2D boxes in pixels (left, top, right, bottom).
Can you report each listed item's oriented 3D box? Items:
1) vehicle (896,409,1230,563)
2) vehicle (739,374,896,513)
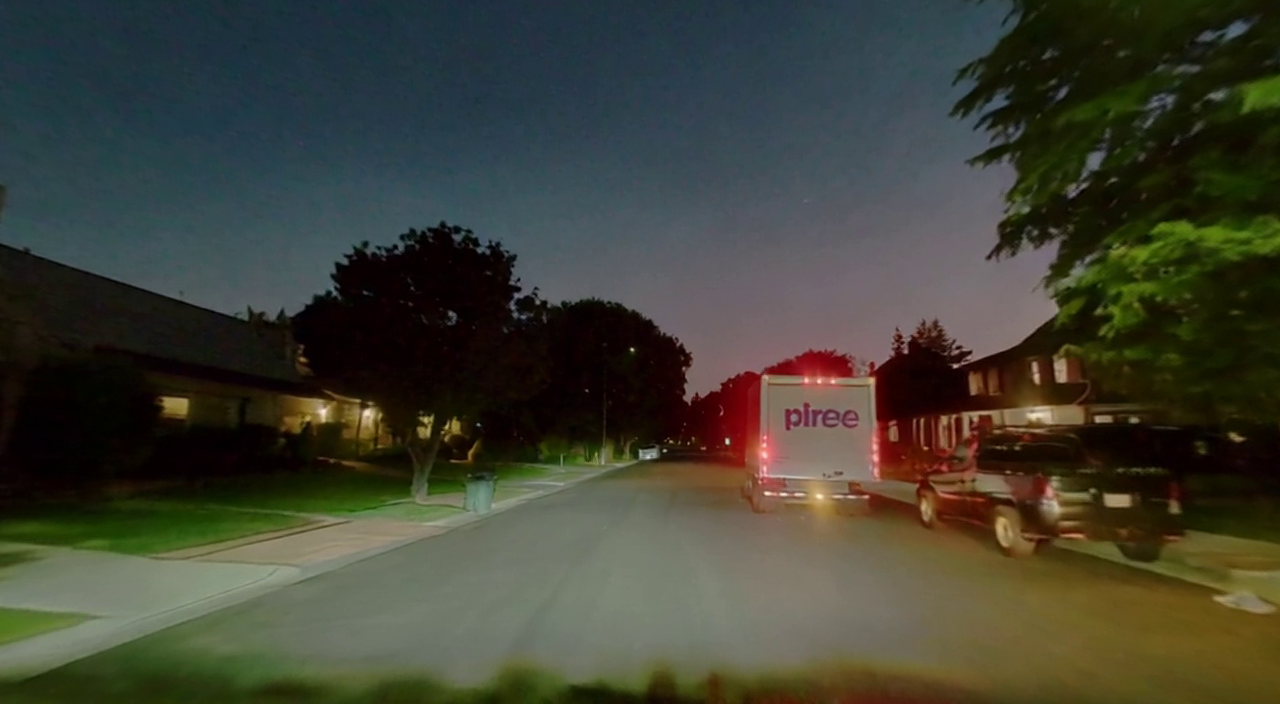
[{"bbox_3d":[6.163,1.989,10.078,2.410,1.902,4.277,0,-8,2],"label":"vehicle"},{"bbox_3d":[4.484,2.569,17.693,2.924,3.018,7.600,-1,-9,6],"label":"vehicle"}]
